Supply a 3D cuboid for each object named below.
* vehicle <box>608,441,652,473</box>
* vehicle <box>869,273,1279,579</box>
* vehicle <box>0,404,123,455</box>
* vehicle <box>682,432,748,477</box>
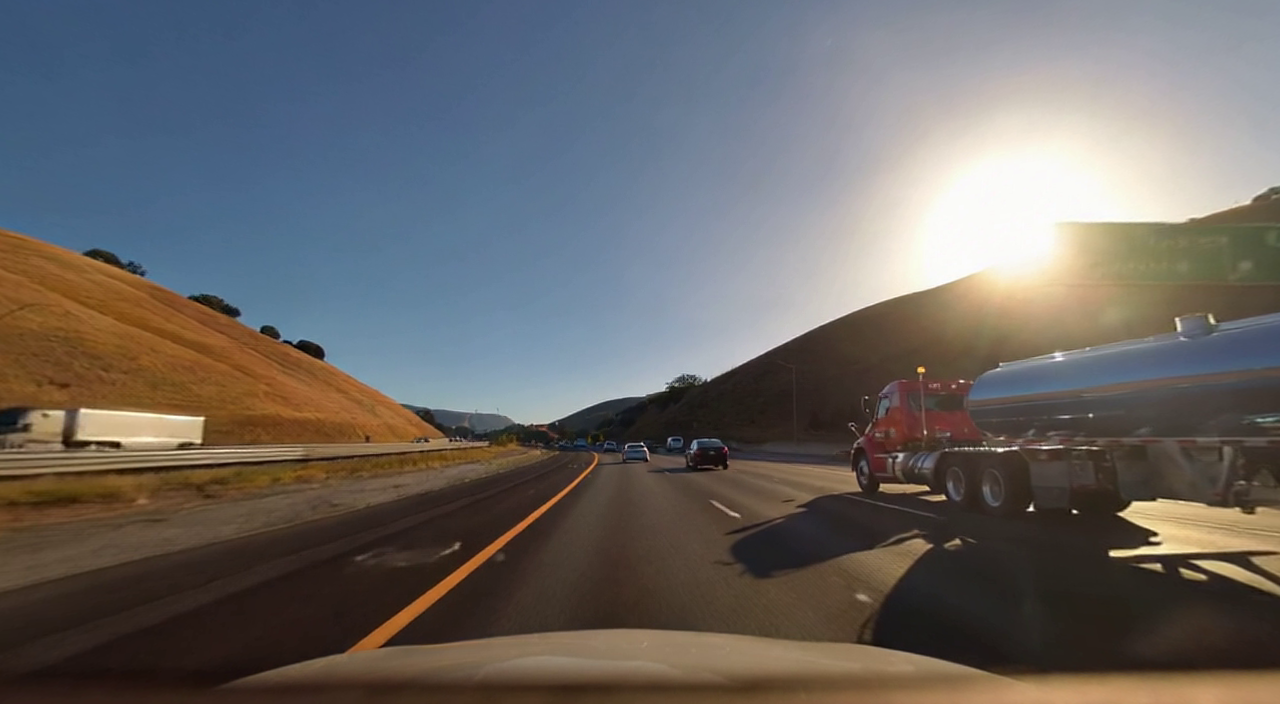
[{"bbox_3d":[-0.568,5.371,32.460,2.083,1.477,3.965,0,-9,-3],"label":"vehicle"},{"bbox_3d":[7.329,1.393,10.949,2.880,2.975,9.608,0,-9,-2],"label":"vehicle"},{"bbox_3d":[-40.469,5.472,43.735,2.845,3.202,8.020,0,-9,-3],"label":"vehicle"},{"bbox_3d":[3.171,4.480,27.729,2.098,1.794,4.561,0,-9,-4],"label":"vehicle"}]
